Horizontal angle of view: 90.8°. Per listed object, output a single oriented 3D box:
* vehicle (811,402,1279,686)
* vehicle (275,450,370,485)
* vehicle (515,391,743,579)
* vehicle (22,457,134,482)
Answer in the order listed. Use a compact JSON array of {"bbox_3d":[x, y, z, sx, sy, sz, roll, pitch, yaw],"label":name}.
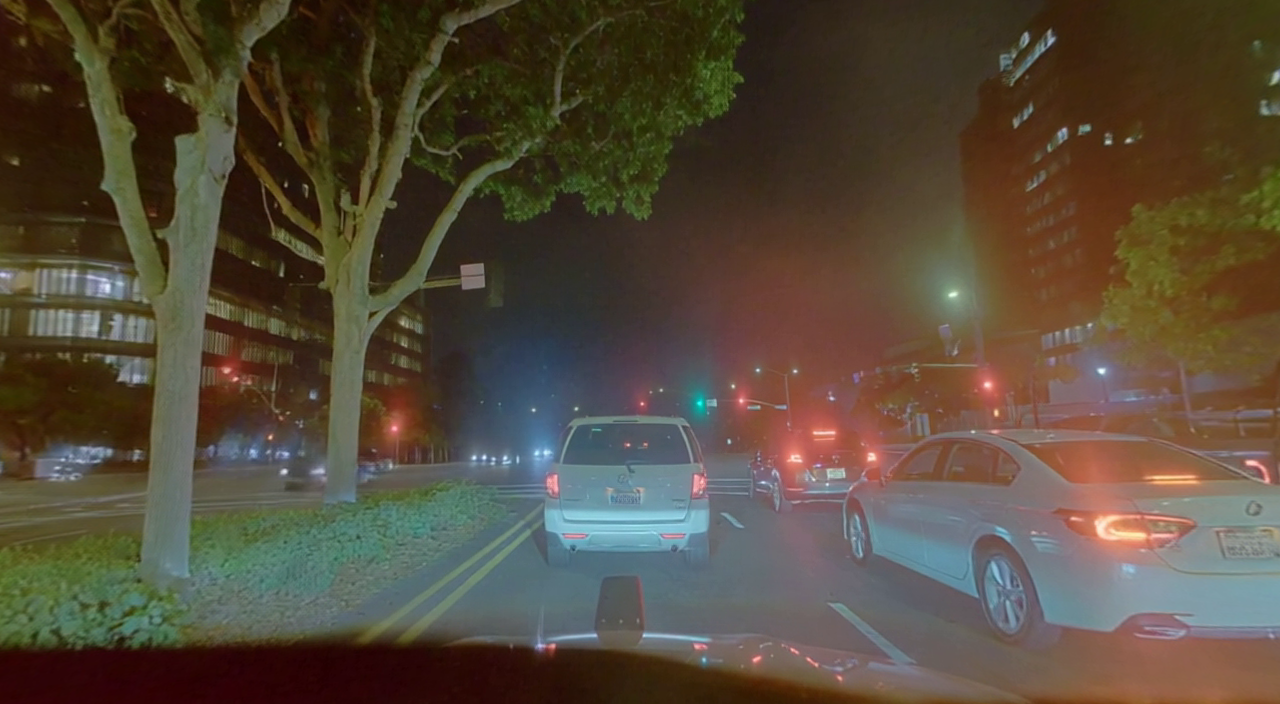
[{"bbox_3d":[3.359,1.421,5.966,2.034,1.558,4.774,0,-9,-1],"label":"vehicle"},{"bbox_3d":[-14.623,5.320,29.424,2.035,1.454,4.513,0,-9,0],"label":"vehicle"},{"bbox_3d":[-0.209,1.628,8.466,2.236,1.827,4.316,0,-9,-3],"label":"vehicle"},{"bbox_3d":[-35.106,7.351,39.590,4.845,1.442,1.880,2,-9,-13],"label":"vehicle"}]
